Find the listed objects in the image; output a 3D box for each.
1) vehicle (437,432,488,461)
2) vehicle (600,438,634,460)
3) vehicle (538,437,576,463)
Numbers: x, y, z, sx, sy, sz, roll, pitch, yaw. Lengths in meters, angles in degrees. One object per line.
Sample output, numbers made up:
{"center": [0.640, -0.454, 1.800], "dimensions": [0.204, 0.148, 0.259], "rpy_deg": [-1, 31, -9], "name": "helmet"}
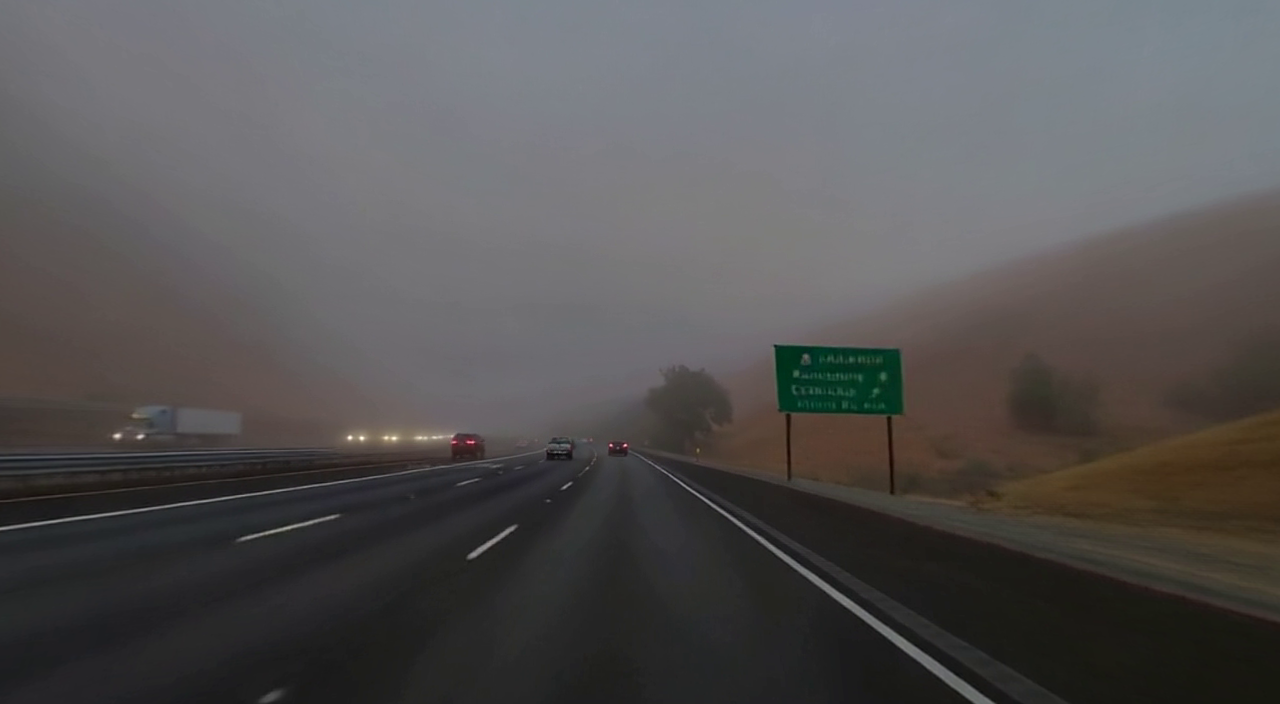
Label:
{"center": [-12.445, 6.692, 44.508], "dimensions": [2.219, 1.923, 4.985], "rpy_deg": [0, -9, -1], "name": "vehicle"}
{"center": [-1.748, 7.332, 47.636], "dimensions": [2.421, 1.594, 4.248], "rpy_deg": [0, -9, -2], "name": "vehicle"}
{"center": [-5.374, 6.419, 41.308], "dimensions": [2.060, 1.631, 4.214], "rpy_deg": [0, -9, -1], "name": "vehicle"}
